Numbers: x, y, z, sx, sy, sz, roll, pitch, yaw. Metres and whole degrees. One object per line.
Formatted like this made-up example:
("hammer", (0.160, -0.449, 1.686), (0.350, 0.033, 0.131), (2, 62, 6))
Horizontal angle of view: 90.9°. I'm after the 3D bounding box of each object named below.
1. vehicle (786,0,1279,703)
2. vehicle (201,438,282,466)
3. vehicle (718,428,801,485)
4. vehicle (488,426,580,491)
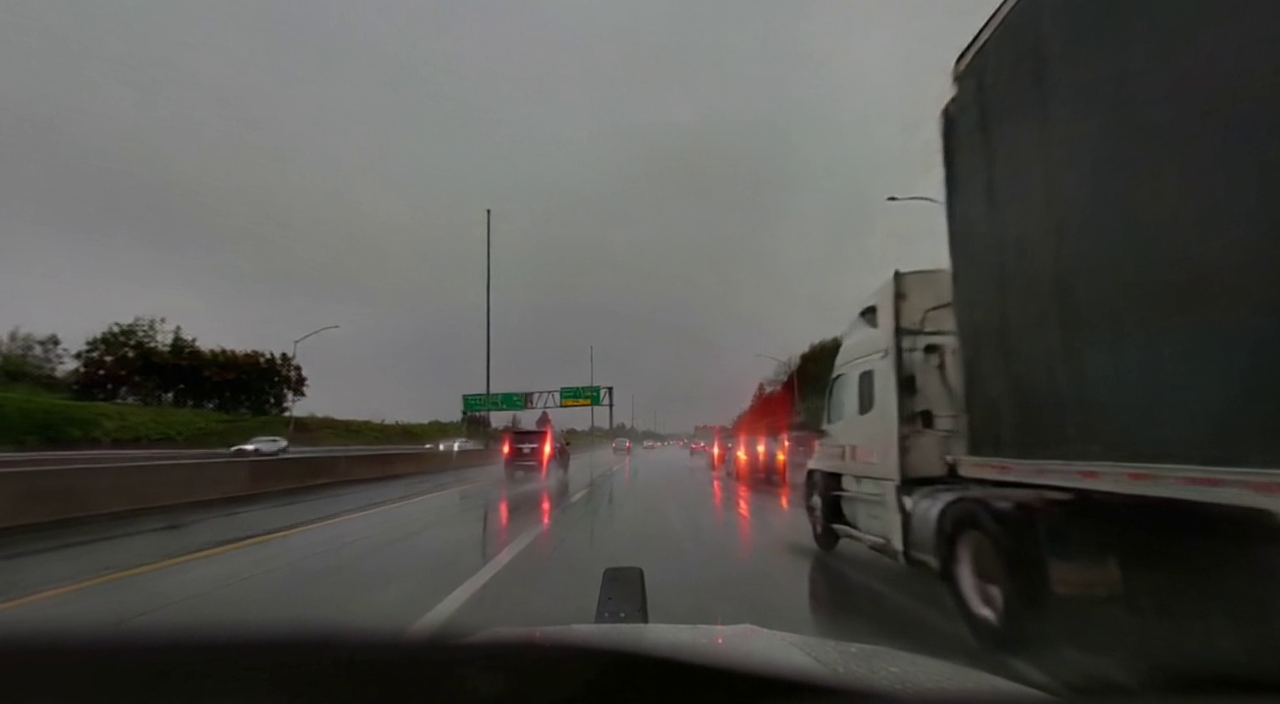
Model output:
("vehicle", (3.642, 0.187, 5.816), (3.059, 3.981, 6.593), (-1, -8, 1))
("vehicle", (-26.078, 6.528, 41.446), (1.982, 1.710, 4.550), (-1, -8, 6))
("vehicle", (3.983, 3.575, 21.820), (1.991, 1.715, 4.455), (-1, -8, 0))
("vehicle", (-3.081, 3.212, 19.278), (2.006, 1.741, 4.277), (-1, -8, 1))
